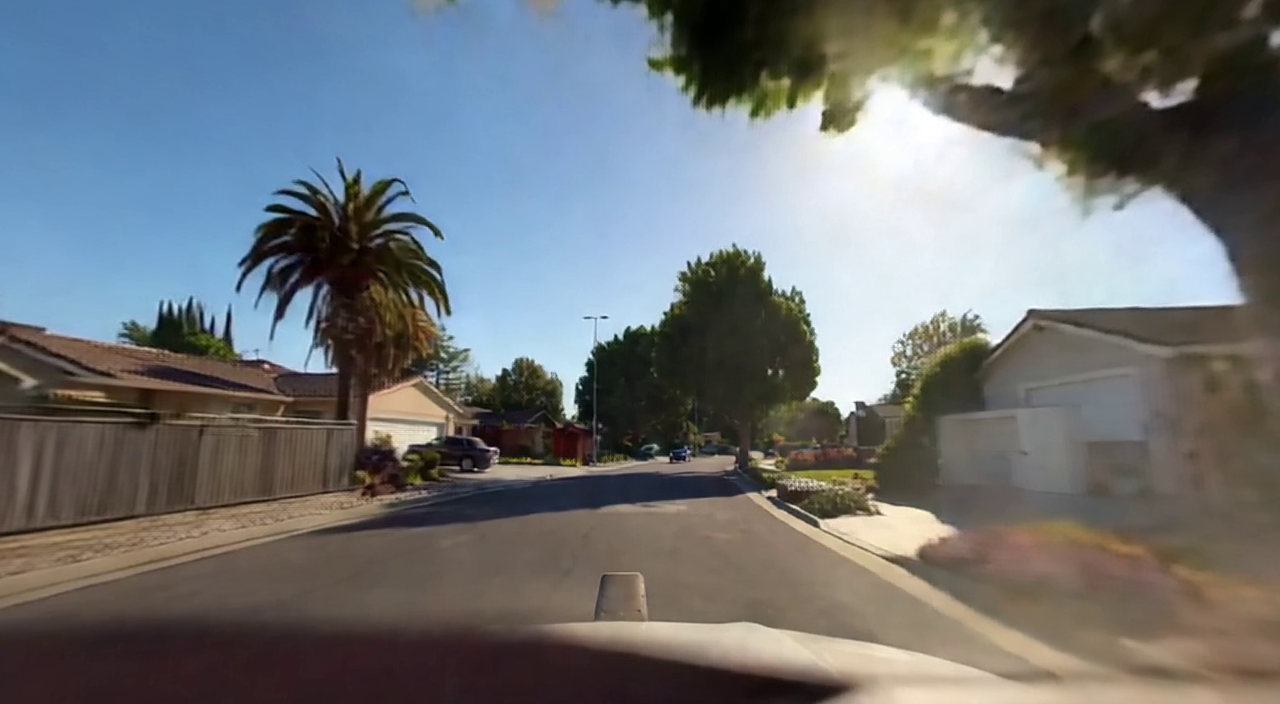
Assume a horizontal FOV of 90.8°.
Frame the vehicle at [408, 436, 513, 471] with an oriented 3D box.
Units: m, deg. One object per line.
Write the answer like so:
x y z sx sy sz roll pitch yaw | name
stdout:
-10.522 5.976 37.283 5.497 1.983 2.191 -1 -9 5 | vehicle
